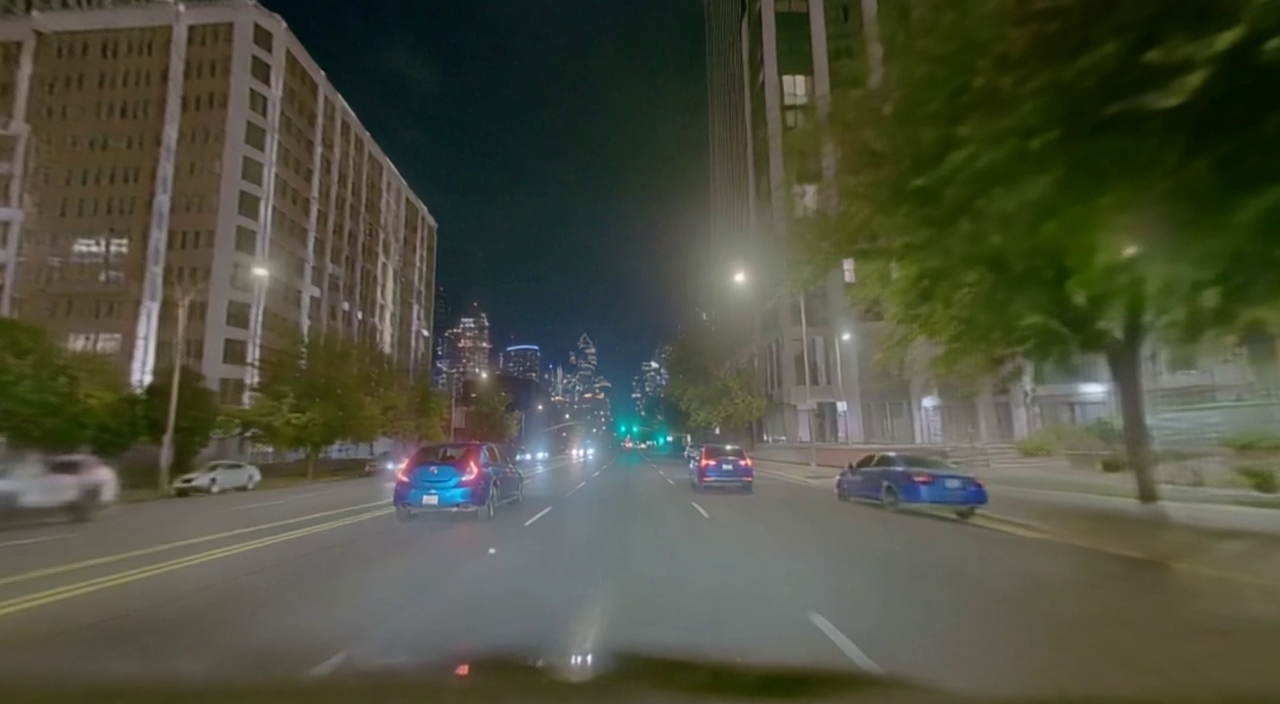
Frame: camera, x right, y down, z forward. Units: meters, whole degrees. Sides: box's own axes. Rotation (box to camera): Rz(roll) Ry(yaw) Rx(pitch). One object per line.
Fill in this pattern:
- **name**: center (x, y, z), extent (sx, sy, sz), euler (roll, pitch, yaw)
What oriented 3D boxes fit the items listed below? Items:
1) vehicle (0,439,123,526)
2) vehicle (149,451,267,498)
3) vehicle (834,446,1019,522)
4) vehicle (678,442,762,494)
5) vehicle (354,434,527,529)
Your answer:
- **vehicle**: center (-14.726, 2.921, 14.291), extent (2.110, 1.838, 4.623), euler (0, -9, 0)
- **vehicle**: center (-18.222, 5.135, 26.968), extent (1.953, 1.748, 4.440), euler (-2, -9, -1)
- **vehicle**: center (6.250, 2.894, 14.568), extent (1.881, 1.439, 4.725), euler (0, -9, -3)
- **vehicle**: center (2.393, 3.627, 20.163), extent (1.978, 1.471, 4.426), euler (0, -9, -2)
- **vehicle**: center (-3.616, 2.409, 12.350), extent (2.062, 1.527, 4.044), euler (0, -9, 0)
